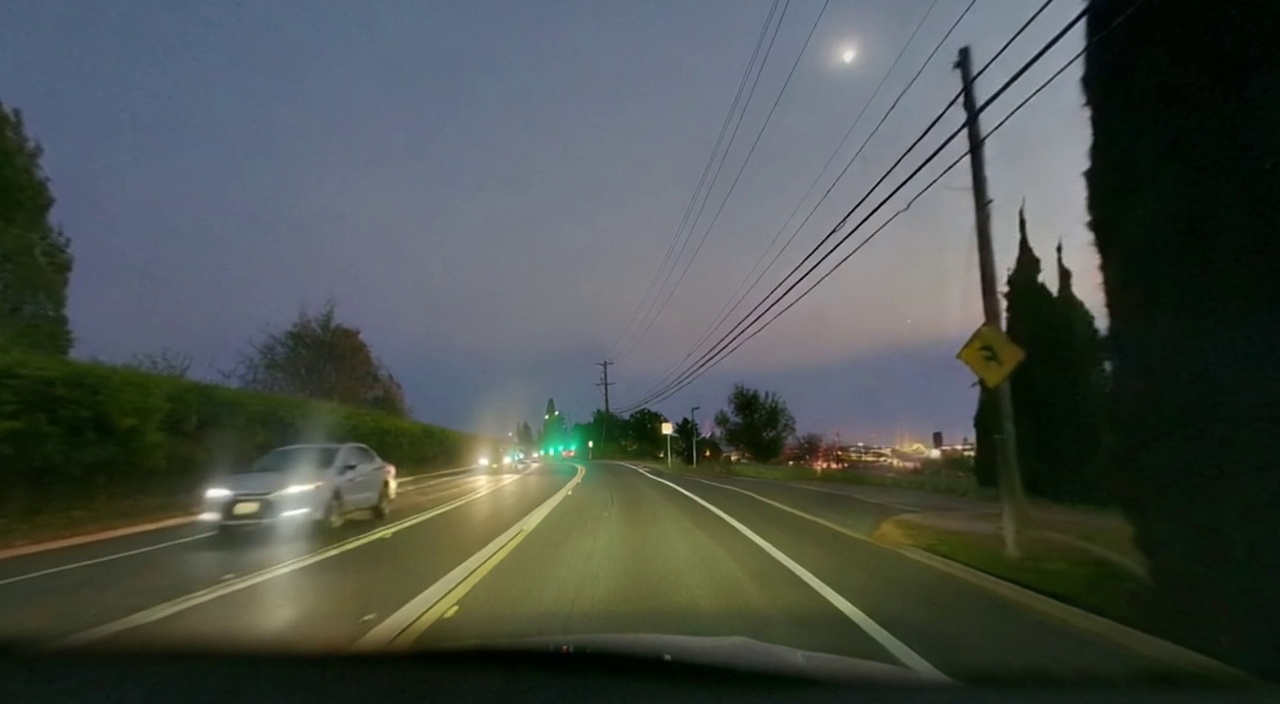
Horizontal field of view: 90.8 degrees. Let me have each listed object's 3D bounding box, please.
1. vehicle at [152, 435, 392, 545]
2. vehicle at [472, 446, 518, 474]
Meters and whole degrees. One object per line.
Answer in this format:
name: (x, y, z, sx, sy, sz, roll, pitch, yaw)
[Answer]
vehicle: (-6.519, 2.433, 11.971, 2.001, 1.647, 4.514, 0, -8, -3)
vehicle: (-8.164, 6.095, 36.000, 1.883, 1.474, 4.450, 0, -8, -4)
